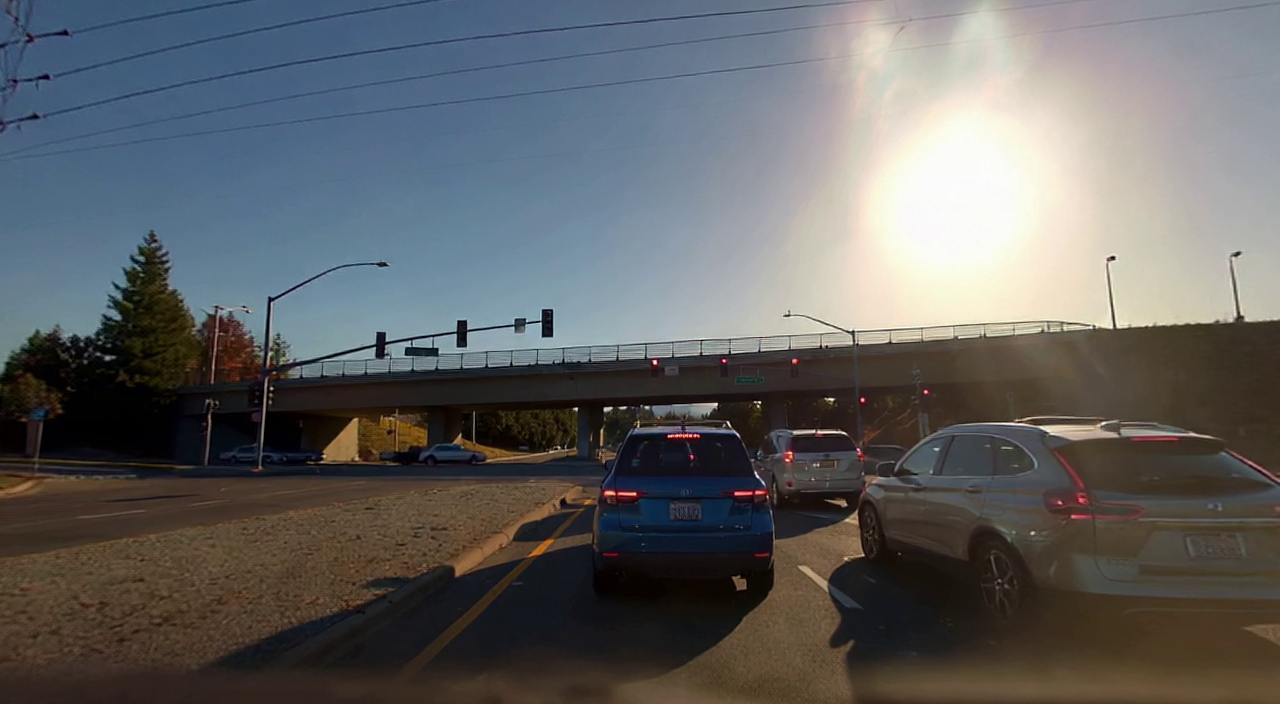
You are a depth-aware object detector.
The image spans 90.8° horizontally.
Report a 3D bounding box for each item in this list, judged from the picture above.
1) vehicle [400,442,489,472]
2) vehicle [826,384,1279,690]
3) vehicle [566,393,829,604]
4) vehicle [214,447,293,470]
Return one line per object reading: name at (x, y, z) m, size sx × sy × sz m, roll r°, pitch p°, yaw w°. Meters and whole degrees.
vehicle at (-11.951, 6.455, 38.880) m, size 4.673 × 1.740 × 2.174 m, roll -1°, pitch -8°, yaw 5°
vehicle at (3.401, 1.344, 5.809) m, size 1.990 × 1.649 × 4.625 m, roll 0°, pitch -8°, yaw 0°
vehicle at (0.432, 1.562, 7.625) m, size 2.240 × 1.778 × 4.335 m, roll 0°, pitch -8°, yaw -2°
vehicle at (-25.787, 7.091, 42.142) m, size 4.411 × 1.466 × 1.998 m, roll -3°, pitch -9°, yaw 18°
